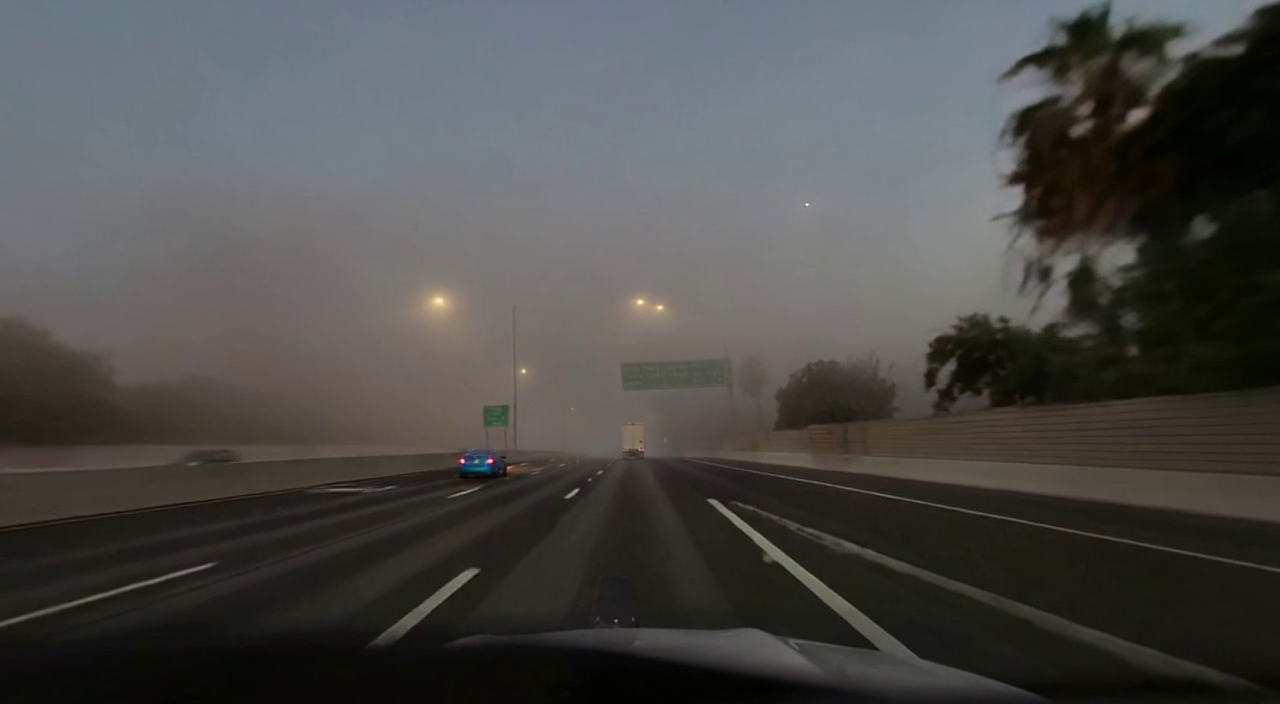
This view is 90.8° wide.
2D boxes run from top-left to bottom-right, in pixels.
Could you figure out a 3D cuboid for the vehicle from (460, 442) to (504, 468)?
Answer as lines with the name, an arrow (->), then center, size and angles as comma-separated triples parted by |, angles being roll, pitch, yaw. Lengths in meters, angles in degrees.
vehicle -> -10.650, 6.958, 42.786 | 1.897, 1.653, 4.113 | 0, -8, 0
